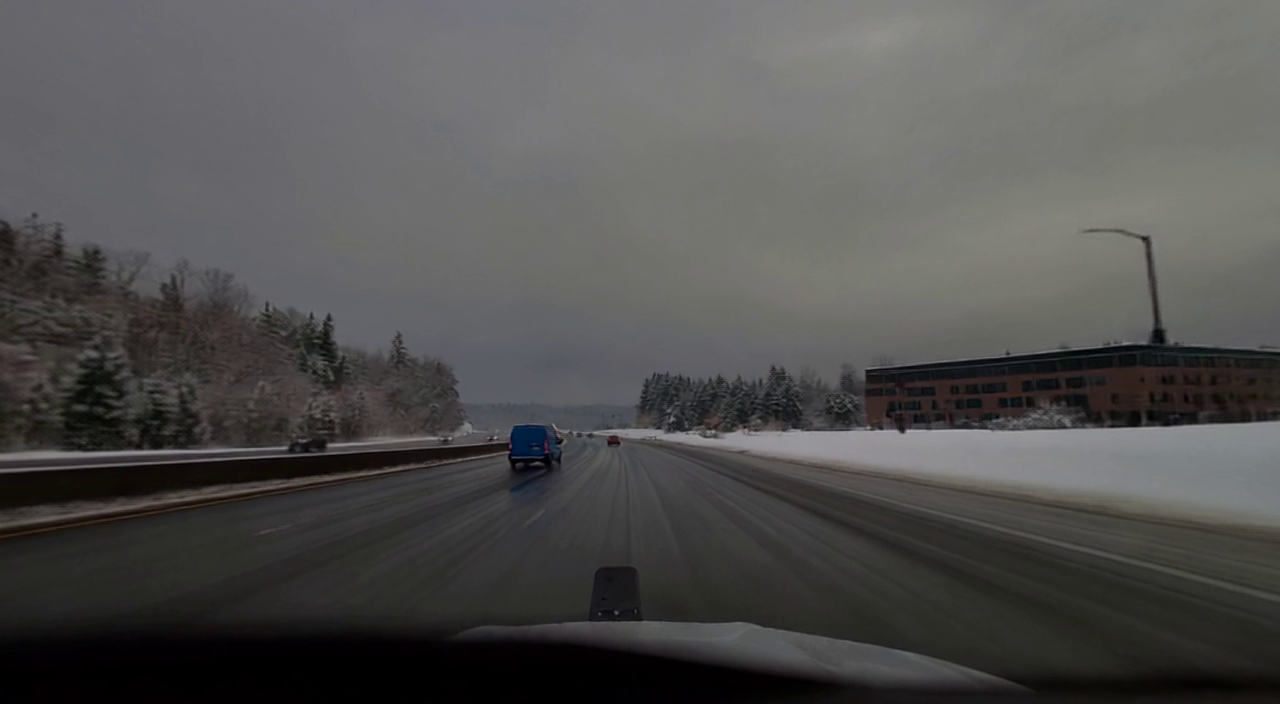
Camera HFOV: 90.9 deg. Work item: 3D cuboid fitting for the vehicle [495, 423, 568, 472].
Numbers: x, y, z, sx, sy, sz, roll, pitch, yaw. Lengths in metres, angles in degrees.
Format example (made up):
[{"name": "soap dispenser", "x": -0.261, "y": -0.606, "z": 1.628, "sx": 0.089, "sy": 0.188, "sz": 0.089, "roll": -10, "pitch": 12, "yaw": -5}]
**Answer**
[{"name": "vehicle", "x": -4.363, "y": 3.884, "z": 26.057, "sx": 2.219, "sy": 1.827, "sz": 4.738, "roll": 0, "pitch": -8, "yaw": -1}]
